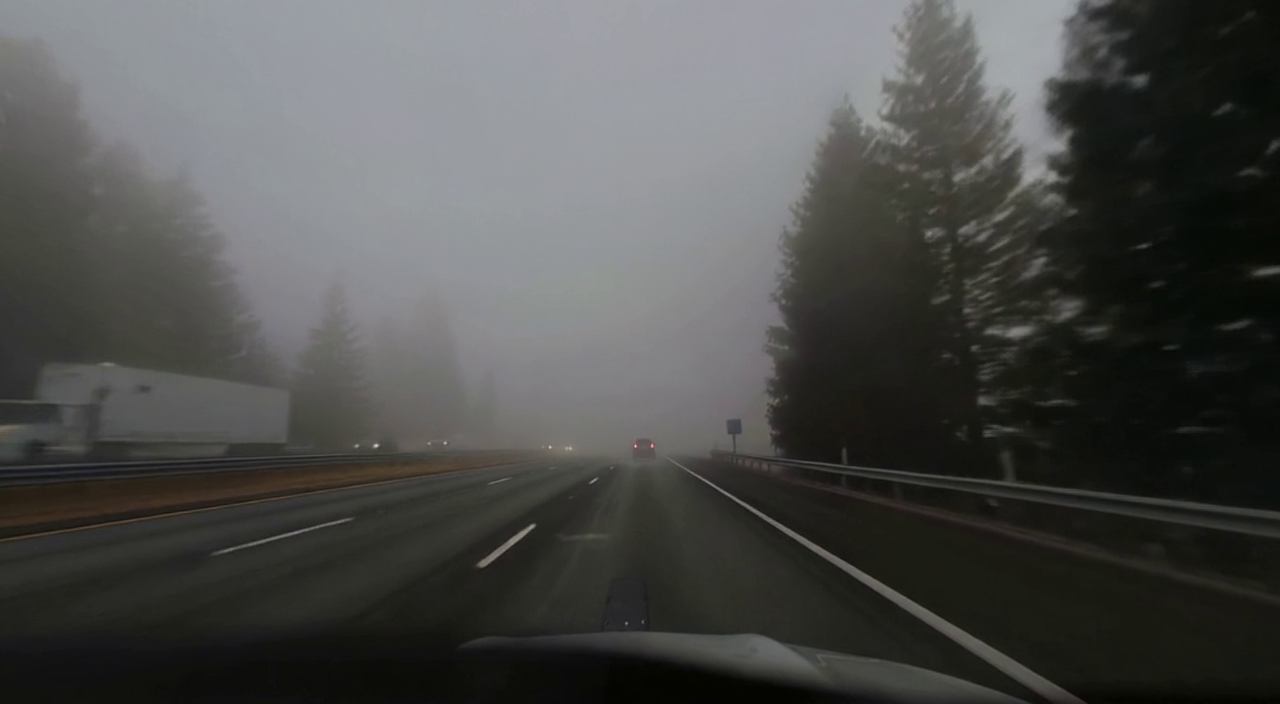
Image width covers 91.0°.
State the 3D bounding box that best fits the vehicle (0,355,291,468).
[{"bbox_3d":[-24.106,3.427,31.969,2.942,4.261,16.900,0,-8,0],"label":"vehicle"}]

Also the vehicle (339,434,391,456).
[{"bbox_3d":[-19.931,6.777,45.736,1.811,1.484,4.430,0,-8,0],"label":"vehicle"}]
